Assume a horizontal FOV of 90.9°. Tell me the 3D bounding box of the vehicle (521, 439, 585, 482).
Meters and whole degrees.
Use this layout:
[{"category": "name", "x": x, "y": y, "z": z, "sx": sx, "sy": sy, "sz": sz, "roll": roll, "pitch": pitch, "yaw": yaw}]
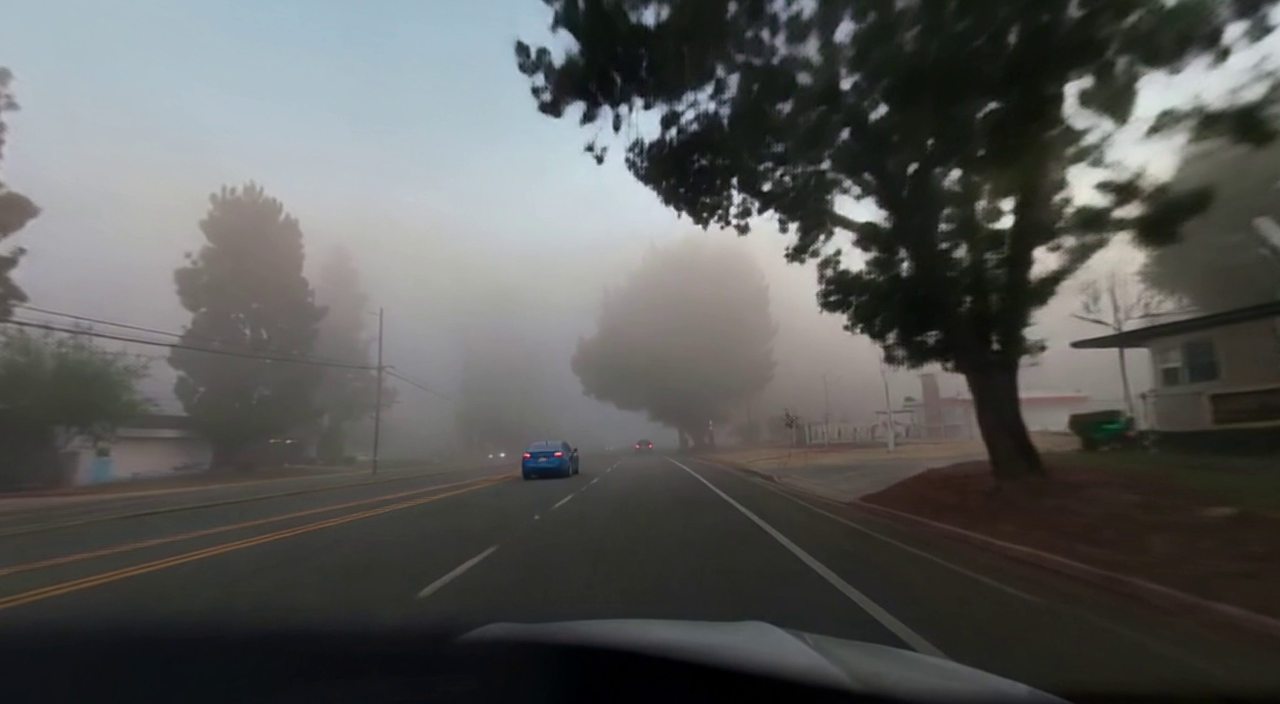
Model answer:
[{"category": "vehicle", "x": -3.544, "y": 4.525, "z": 26.530, "sx": 1.914, "sy": 1.630, "sz": 4.351, "roll": -1, "pitch": -8, "yaw": 2}]
